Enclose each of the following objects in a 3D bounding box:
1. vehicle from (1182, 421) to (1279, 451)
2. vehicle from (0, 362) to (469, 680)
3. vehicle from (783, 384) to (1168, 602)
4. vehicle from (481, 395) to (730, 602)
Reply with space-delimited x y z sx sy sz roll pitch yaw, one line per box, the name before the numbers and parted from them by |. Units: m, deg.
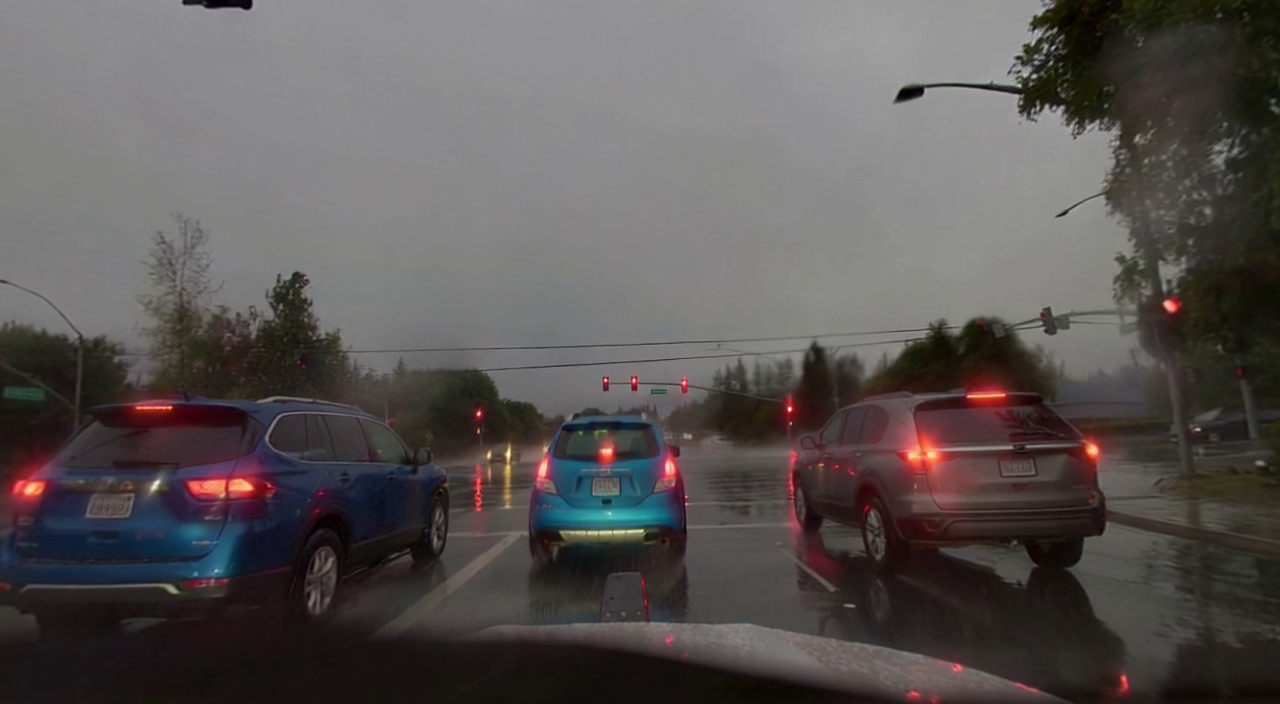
vehicle | 32.801 4.652 34.755 4.175 1.634 1.877 1 -8 -4
vehicle | -3.274 1.284 5.893 2.047 1.810 4.414 0 -8 1
vehicle | 3.269 1.485 7.498 2.083 1.779 4.532 0 -8 0
vehicle | -0.232 1.513 7.308 2.067 1.702 3.987 0 -8 2
